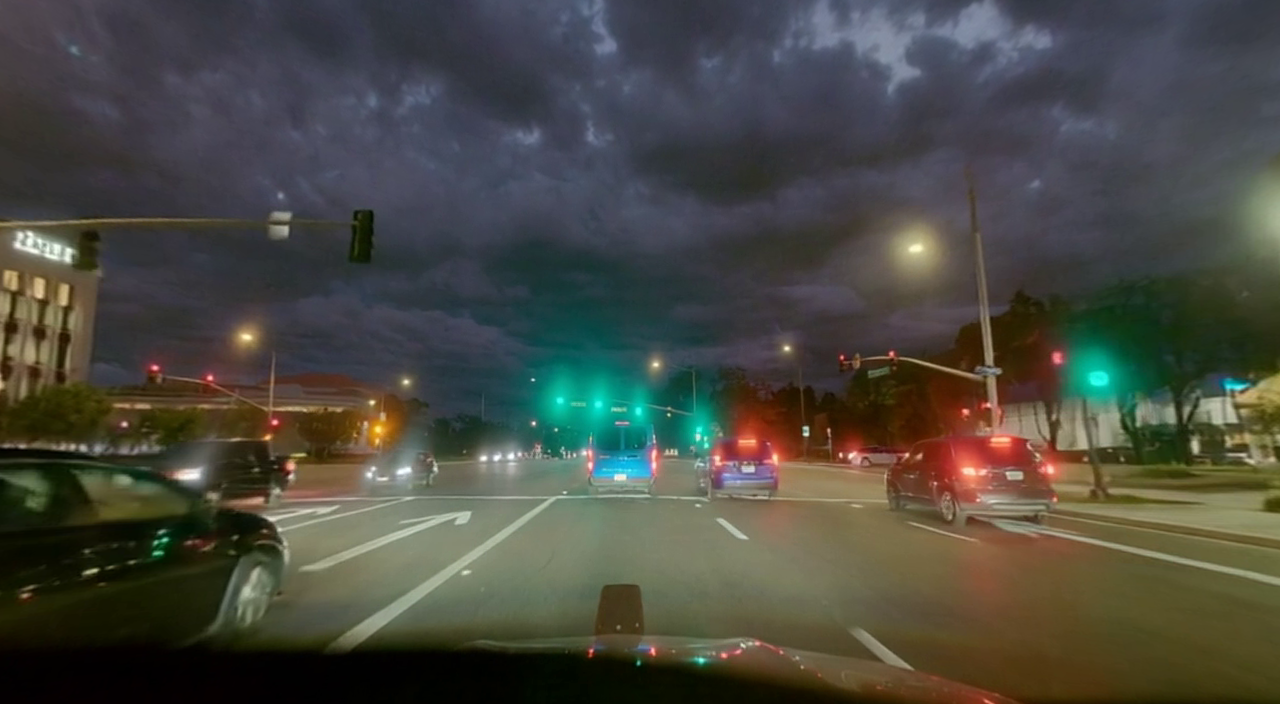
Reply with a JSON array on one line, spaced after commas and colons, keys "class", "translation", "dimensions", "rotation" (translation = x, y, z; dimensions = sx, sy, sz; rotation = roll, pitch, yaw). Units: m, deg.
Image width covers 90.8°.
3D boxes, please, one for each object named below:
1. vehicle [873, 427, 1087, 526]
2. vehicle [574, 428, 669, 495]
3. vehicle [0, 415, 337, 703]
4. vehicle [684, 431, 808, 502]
[{"class": "vehicle", "translation": [7.074, 2.617, 13.856], "dimensions": [2.023, 1.771, 4.488], "rotation": [0, -9, -2]}, {"class": "vehicle", "translation": [-0.659, 3.705, 21.843], "dimensions": [2.848, 1.991, 5.706], "rotation": [0, -9, -2]}, {"class": "vehicle", "translation": [-3.470, 1.019, 2.764], "dimensions": [1.997, 1.430, 4.655], "rotation": [0, -9, 0]}, {"class": "vehicle", "translation": [2.801, 3.198, 18.113], "dimensions": [2.462, 1.736, 4.899], "rotation": [0, -9, -3]}]
